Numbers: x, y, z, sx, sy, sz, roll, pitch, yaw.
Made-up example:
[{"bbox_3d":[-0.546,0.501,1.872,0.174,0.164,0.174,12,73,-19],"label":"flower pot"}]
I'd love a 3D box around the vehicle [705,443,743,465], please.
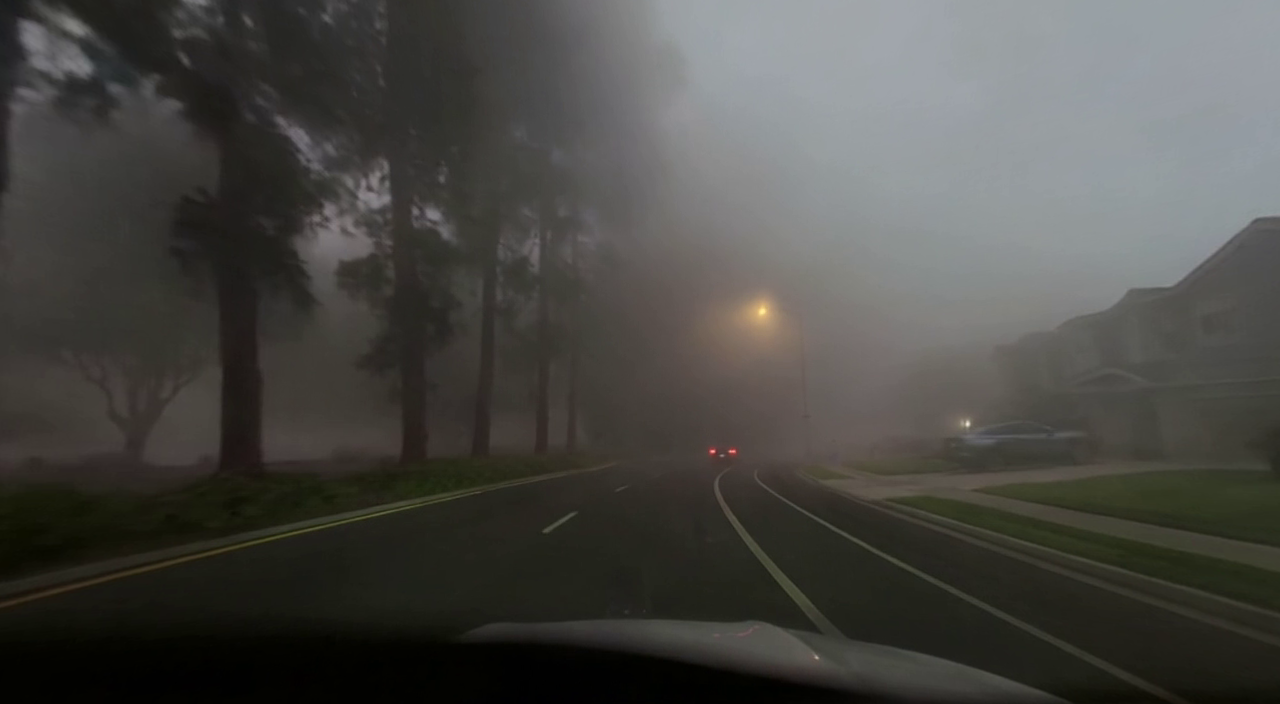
[{"bbox_3d":[5.903,7.099,43.994,2.050,1.456,4.003,-2,-9,15],"label":"vehicle"}]

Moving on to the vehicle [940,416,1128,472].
[{"bbox_3d":[13.515,3.222,21.995,4.999,1.791,2.177,-2,-9,11],"label":"vehicle"}]
